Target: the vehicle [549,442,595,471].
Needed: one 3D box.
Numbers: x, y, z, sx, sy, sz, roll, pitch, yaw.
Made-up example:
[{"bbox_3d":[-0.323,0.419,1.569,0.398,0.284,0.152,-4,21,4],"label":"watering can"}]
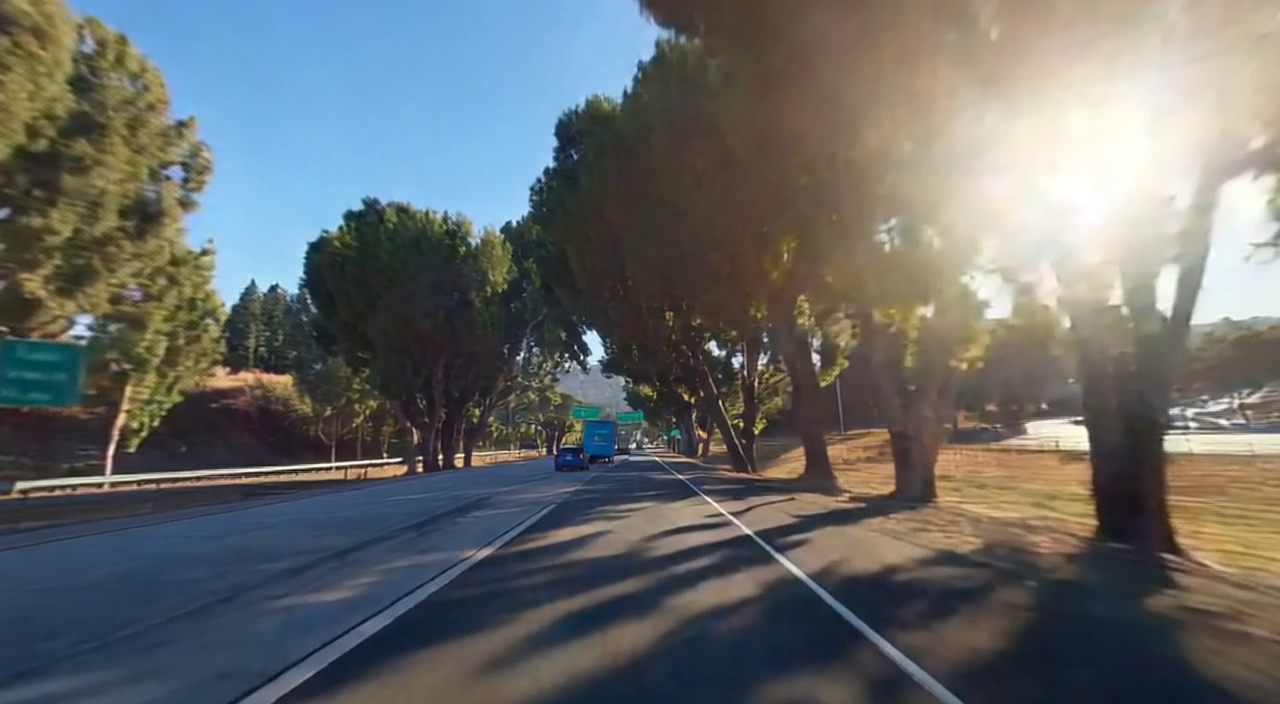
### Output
[{"bbox_3d":[-3.747,5.839,35.428,2.005,1.462,4.345,0,-8,1],"label":"vehicle"}]
